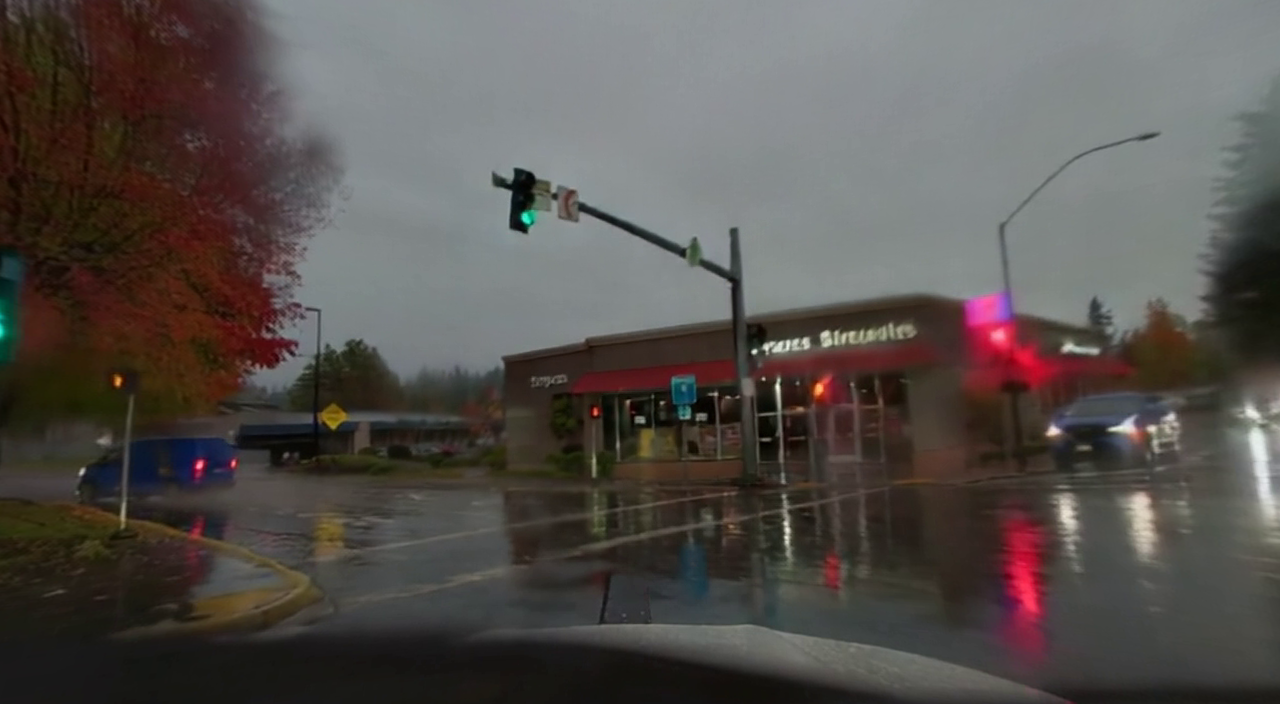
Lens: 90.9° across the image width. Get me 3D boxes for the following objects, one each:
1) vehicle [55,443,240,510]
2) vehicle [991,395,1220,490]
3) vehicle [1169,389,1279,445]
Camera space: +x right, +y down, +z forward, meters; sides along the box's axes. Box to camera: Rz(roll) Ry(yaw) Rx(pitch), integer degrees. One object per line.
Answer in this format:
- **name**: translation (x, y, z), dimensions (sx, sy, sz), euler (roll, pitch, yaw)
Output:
- **vehicle**: translation (-15.167, 3.761, 19.429), dimensions (5.110, 1.814, 2.146), euler (-4, -9, 23)
- **vehicle**: translation (11.420, 2.089, 15.346), dimensions (5.787, 1.834, 2.524), euler (2, -9, -34)
- **vehicle**: translation (21.561, 2.467, 23.139), dimensions (4.945, 1.808, 2.247), euler (6, -11, -39)
